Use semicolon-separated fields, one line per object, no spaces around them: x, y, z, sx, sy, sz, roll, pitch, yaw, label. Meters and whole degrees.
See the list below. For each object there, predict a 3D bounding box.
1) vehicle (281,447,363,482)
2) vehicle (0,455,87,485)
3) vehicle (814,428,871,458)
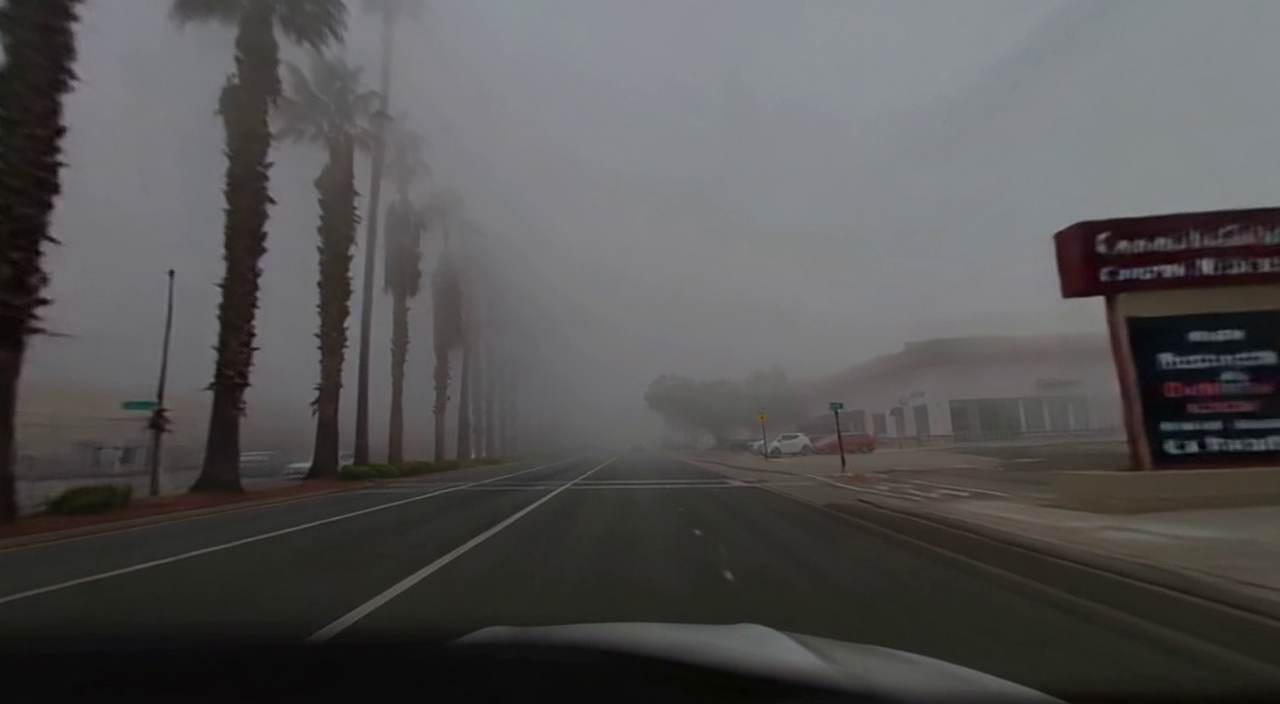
-16.674;5.873;33.370;1.876;1.460;4.483;-4;-7;3;vehicle
-37.183;7.118;38.205;5.410;1.633;2.366;7;-11;-39;vehicle
12.454;5.675;39.213;1.909;1.686;4.670;0;-9;0;vehicle
